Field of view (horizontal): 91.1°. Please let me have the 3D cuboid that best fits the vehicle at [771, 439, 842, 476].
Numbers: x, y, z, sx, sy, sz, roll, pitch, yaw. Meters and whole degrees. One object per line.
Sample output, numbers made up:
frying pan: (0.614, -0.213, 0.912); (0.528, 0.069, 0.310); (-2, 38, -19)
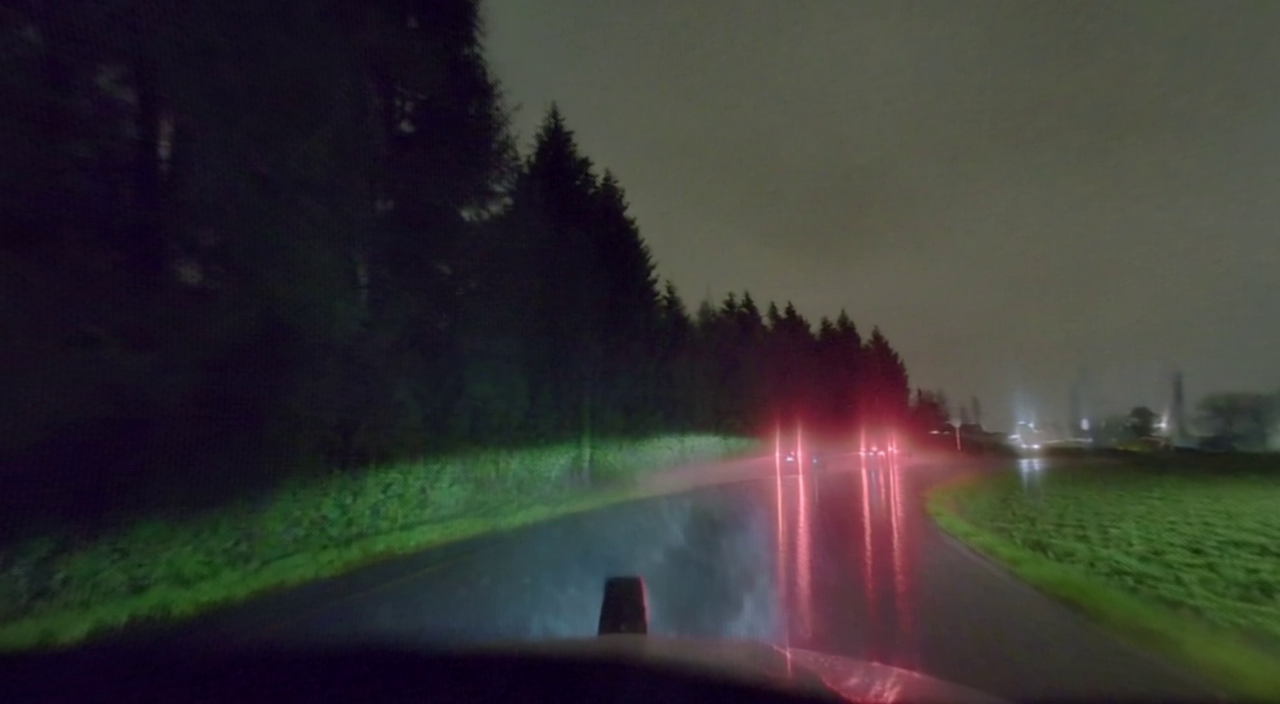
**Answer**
vehicle: (8.998, 5.624, 33.698); (1.988, 1.789, 4.257); (-6, -11, 40)
